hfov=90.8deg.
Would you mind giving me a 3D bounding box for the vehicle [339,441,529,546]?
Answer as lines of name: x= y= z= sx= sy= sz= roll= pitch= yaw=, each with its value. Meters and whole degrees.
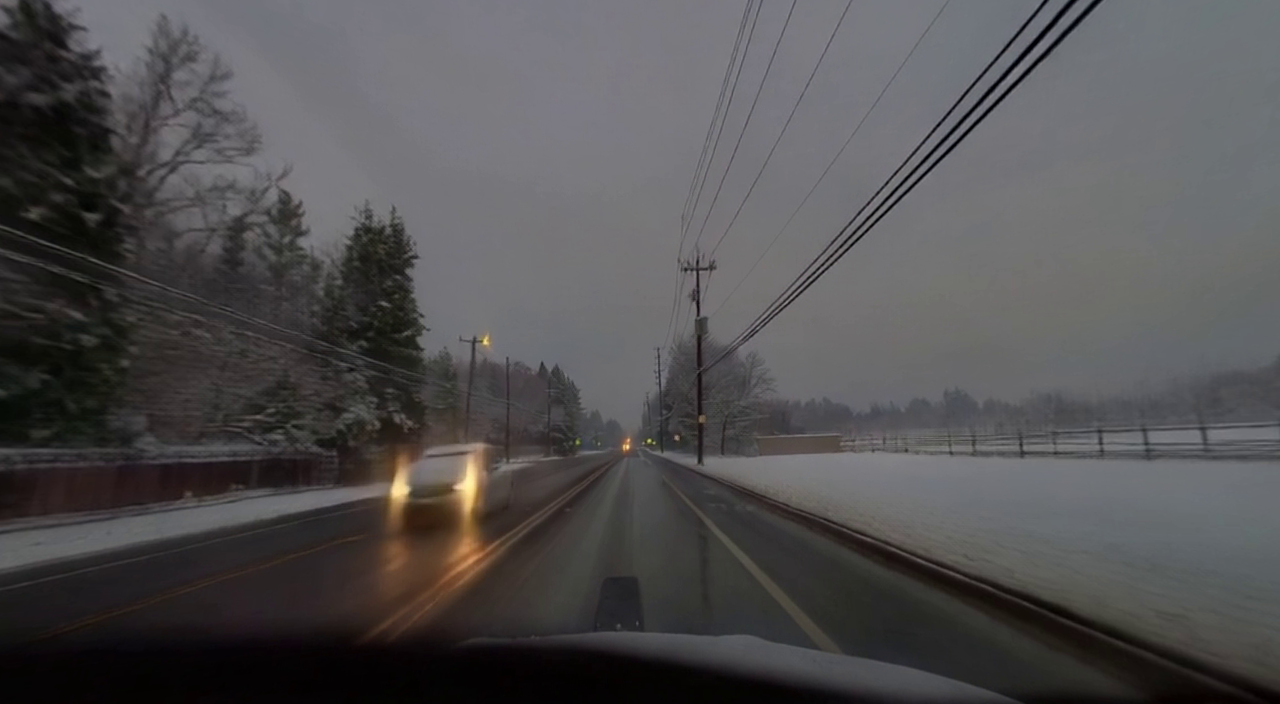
vehicle: x=-3.636 y=2.571 z=12.252 sx=2.086 sy=1.608 sz=4.649 roll=0 pitch=-9 yaw=0
